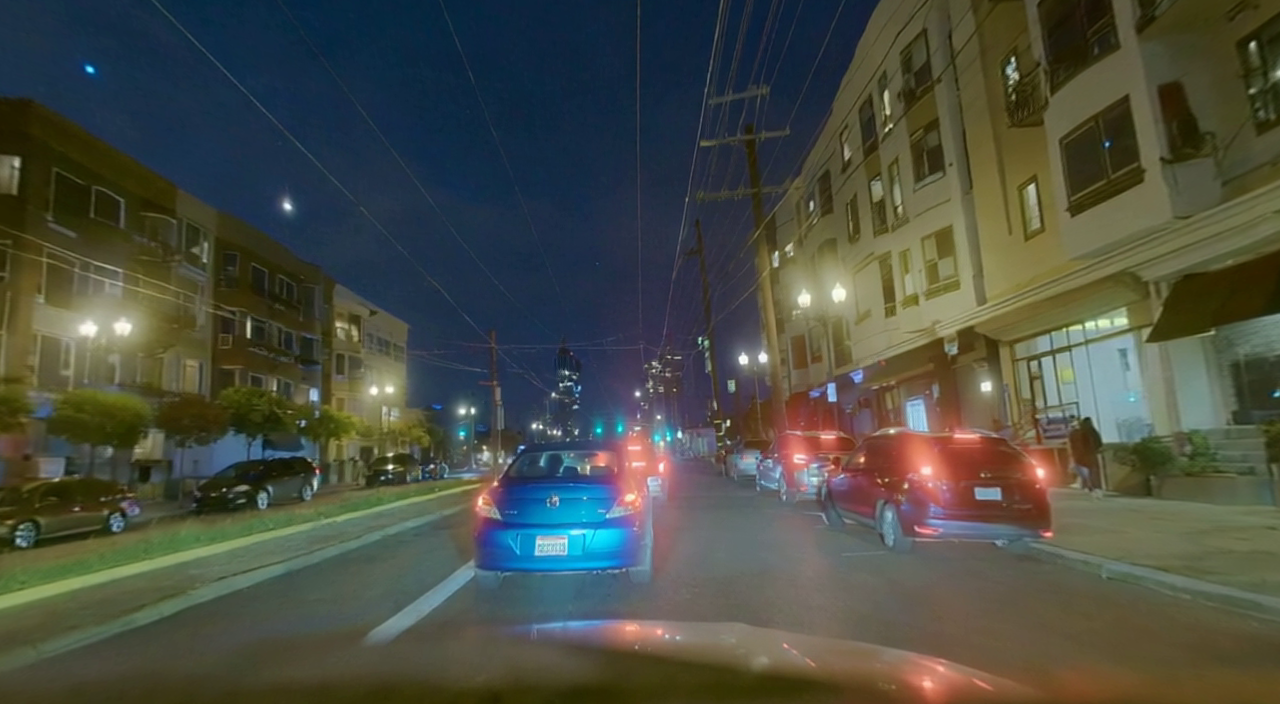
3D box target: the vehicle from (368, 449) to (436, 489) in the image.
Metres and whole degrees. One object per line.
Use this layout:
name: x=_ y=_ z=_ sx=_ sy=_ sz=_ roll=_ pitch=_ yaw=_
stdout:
vehicle: x=-11.937 y=5.872 z=31.993 sx=2.011 sy=1.687 sz=4.079 roll=-4 pitch=-8 yaw=-3

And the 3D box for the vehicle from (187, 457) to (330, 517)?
vehicle: x=-11.888 y=4.197 z=20.106 sx=1.868 sy=1.491 sz=4.367 roll=-3 pitch=-9 yaw=0

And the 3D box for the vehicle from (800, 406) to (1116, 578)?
vehicle: x=3.788 y=1.747 z=8.656 sx=1.967 sy=1.721 sz=4.410 roll=0 pitch=-8 yaw=-1

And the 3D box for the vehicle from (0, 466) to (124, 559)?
vehicle: x=-11.904 y=2.887 z=11.058 sx=1.850 sy=1.487 sz=4.711 roll=-3 pitch=-8 yaw=-1

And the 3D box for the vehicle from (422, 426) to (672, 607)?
vehicle: x=-0.741 y=1.680 z=7.486 sx=2.019 sy=1.453 sz=4.603 roll=0 pitch=-8 yaw=0
